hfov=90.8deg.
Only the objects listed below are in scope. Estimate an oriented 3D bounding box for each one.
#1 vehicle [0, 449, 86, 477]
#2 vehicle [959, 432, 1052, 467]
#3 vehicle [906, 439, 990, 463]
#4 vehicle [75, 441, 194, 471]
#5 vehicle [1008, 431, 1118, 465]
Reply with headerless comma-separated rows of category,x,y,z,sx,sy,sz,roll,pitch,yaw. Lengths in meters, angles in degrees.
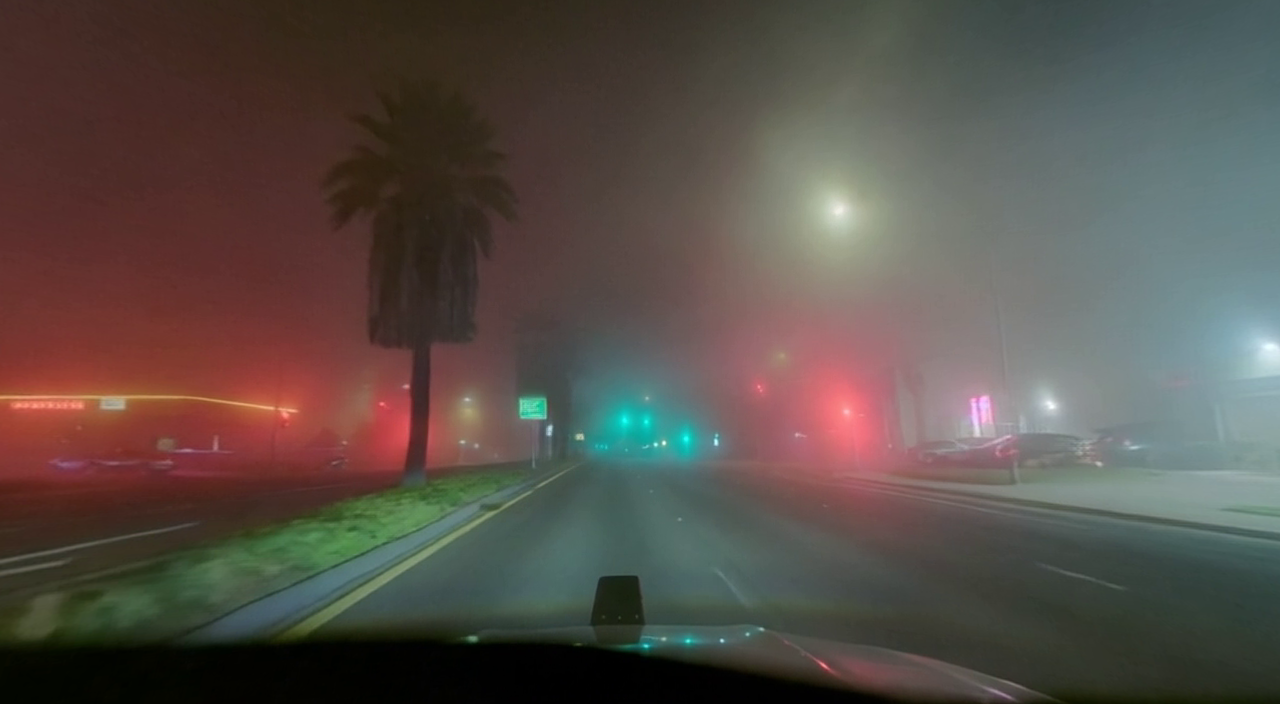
vehicle,-33.485,6.059,34.469,4.527,1.453,2.006,0,-9,-3
vehicle,17.067,4.582,29.747,1.852,1.487,3.896,0,-8,-4
vehicle,19.543,6.265,40.155,4.382,1.463,1.869,1,-8,-4
vehicle,-33.691,6.946,42.266,5.621,1.927,2.501,0,-9,-3
vehicle,19.871,4.560,29.969,1.986,1.454,4.332,-1,-9,-4
